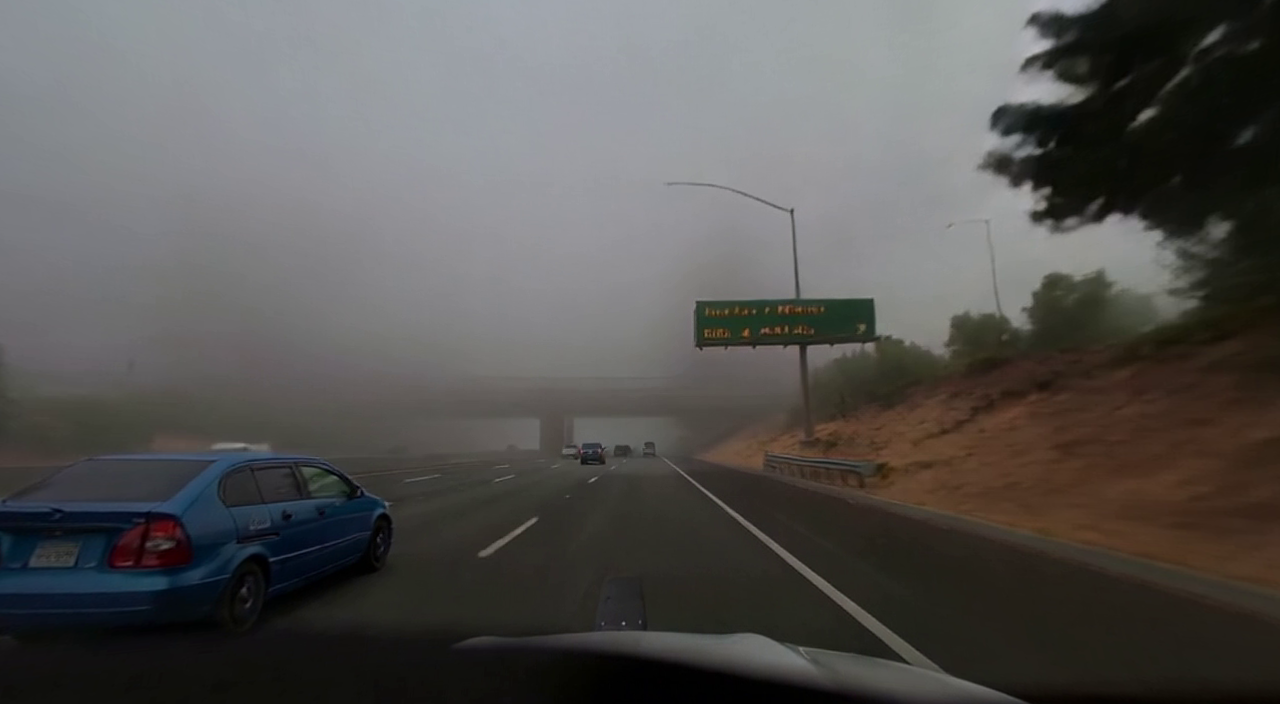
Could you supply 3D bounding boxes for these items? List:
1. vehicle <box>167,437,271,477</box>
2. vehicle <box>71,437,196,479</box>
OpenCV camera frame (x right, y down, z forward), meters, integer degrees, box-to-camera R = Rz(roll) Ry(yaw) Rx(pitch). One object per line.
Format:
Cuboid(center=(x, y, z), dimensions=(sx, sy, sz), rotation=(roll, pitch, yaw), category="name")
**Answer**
Cuboid(center=(-16.223, 4.049, 24.509), dimensions=(1.530, 1.404, 3.459), rotation=(0, -8, 2), category="vehicle")
Cuboid(center=(-20.222, 4.232, 25.402), dimensions=(1.890, 1.538, 3.644), rotation=(0, -8, 3), category="vehicle")
